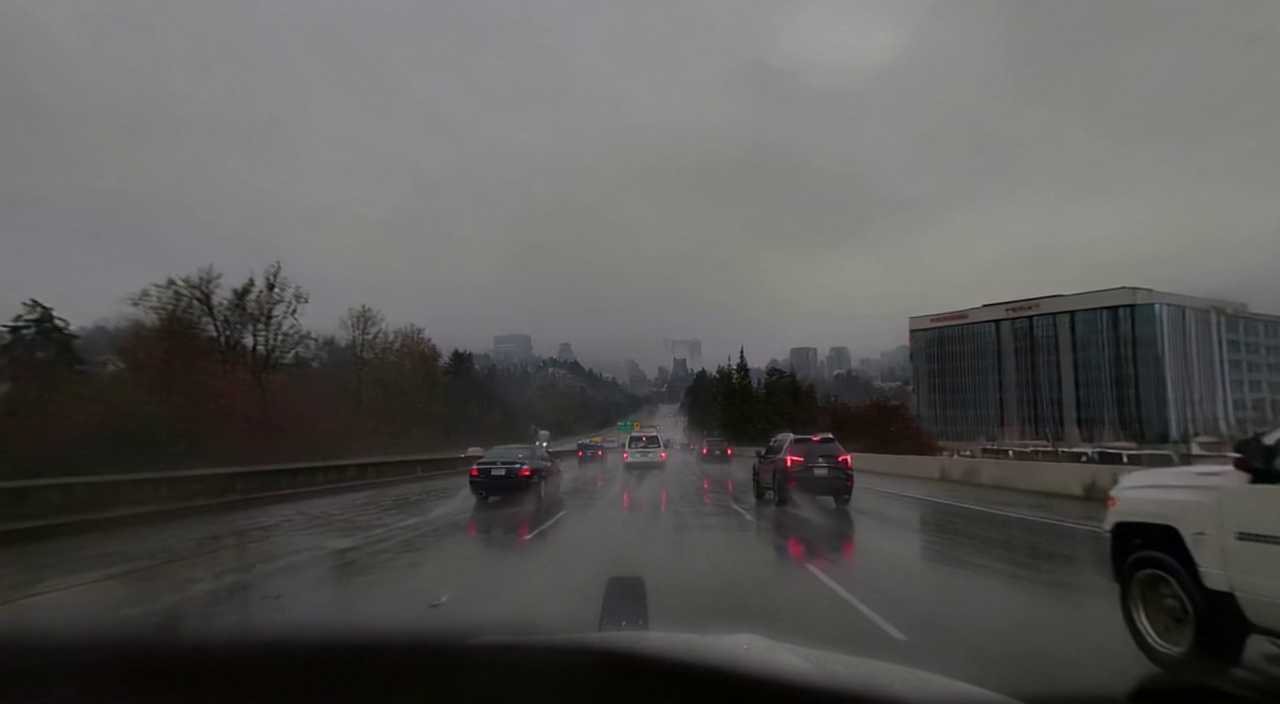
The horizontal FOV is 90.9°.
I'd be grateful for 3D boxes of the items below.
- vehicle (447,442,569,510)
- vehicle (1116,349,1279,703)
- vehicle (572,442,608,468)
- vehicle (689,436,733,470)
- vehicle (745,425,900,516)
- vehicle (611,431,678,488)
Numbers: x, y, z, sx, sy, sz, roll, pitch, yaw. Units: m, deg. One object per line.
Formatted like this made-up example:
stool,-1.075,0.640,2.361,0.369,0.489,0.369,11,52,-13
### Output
vehicle,-3.109,3.032,16.052,1.965,1.443,4.968,-1,-8,1
vehicle,3.866,0.634,1.370,2.156,1.701,4.494,-1,-8,1
vehicle,-3.361,6.966,42.885,1.951,1.694,4.188,-1,-8,2
vehicle,4.072,5.836,36.658,2.039,1.832,3.989,0,-8,-1
vehicle,3.764,2.524,13.939,2.094,1.676,4.309,0,-8,0
vehicle,0.151,3.820,22.705,2.153,1.805,4.631,0,-8,0
